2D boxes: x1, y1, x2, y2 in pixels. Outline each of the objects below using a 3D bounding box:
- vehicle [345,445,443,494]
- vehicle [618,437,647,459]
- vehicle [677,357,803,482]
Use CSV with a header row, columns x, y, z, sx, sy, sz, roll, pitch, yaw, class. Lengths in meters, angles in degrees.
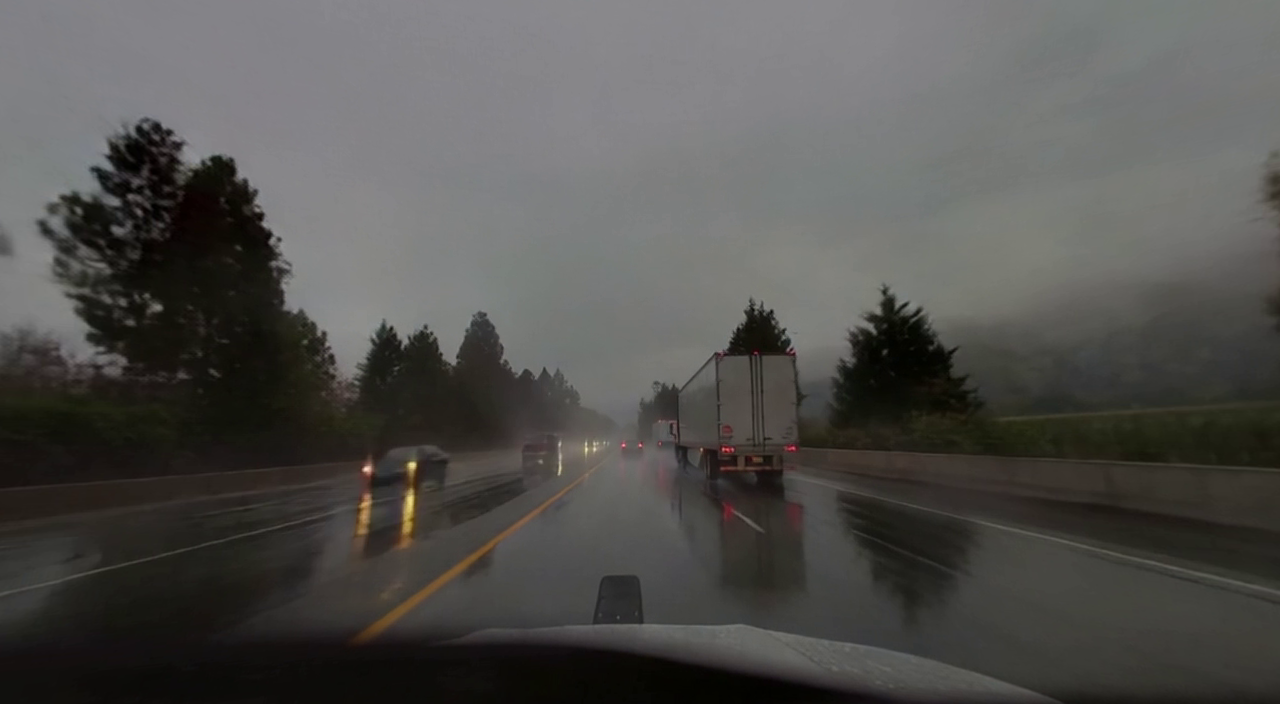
x,y,z,sx,sy,sz,roll,pitch,yaw,class
-8.484,4.048,22.073,1.857,1.509,4.010,0,-8,0,vehicle
-0.603,7.499,49.489,2.192,1.623,4.887,0,-8,-1,vehicle
3.618,3.074,27.190,2.919,4.004,13.911,0,-8,-1,vehicle
